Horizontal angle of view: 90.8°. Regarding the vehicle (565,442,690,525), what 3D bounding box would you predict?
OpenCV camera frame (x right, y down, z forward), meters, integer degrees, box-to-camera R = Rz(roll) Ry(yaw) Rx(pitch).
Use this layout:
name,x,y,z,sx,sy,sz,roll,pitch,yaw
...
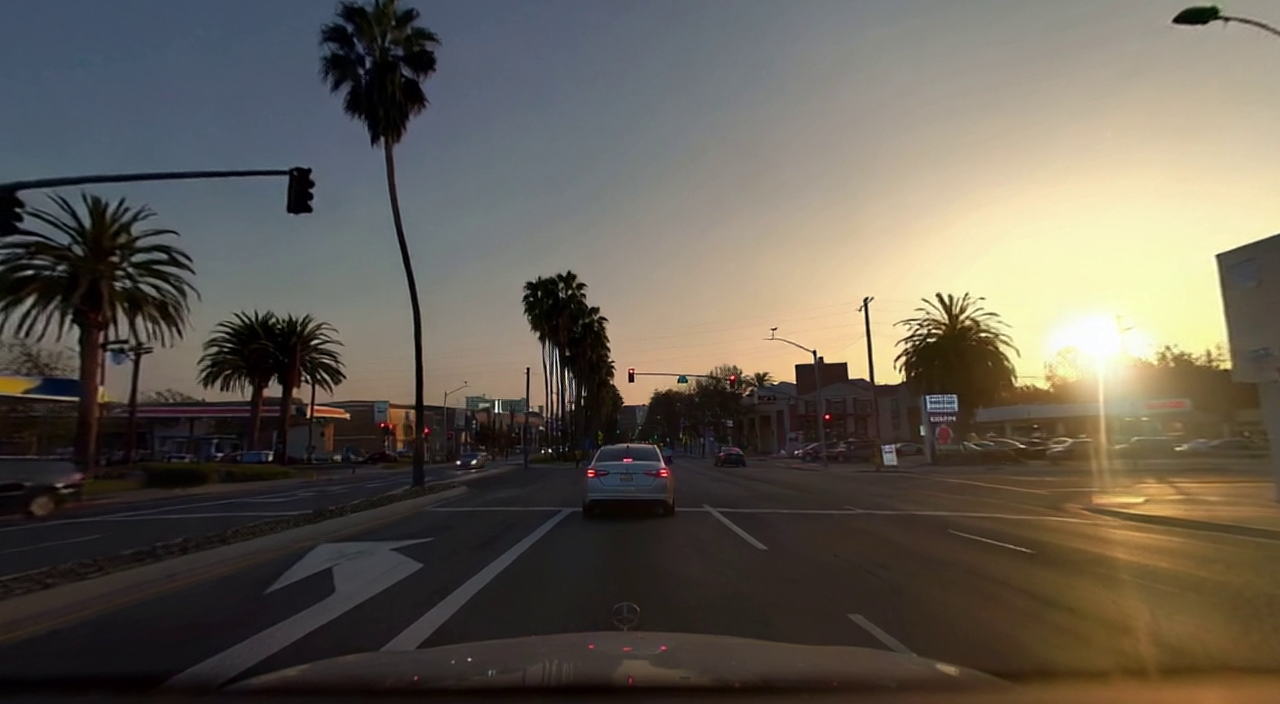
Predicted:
name,x,y,z,sx,sy,sz,roll,pitch,yaw
vehicle,-0.216,2.728,13.807,2.270,1.475,4.571,0,-8,0

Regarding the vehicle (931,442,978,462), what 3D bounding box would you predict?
name,x,y,z,sx,sy,sz,roll,pitch,yaw
vehicle,24.488,7.787,49.285,1.738,1.462,3.609,0,-8,0

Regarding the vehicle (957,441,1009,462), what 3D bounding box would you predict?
name,x,y,z,sx,sy,sz,roll,pitch,yaw
vehicle,26.568,7.722,49.044,1.923,1.501,3.849,-1,-8,2

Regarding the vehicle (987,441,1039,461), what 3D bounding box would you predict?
name,x,y,z,sx,sy,sz,roll,pitch,yaw
vehicle,29.035,7.708,49.269,1.848,1.467,3.941,-1,-8,4

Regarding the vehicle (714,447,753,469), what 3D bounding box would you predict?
name,x,y,z,sx,sy,sz,roll,pitch,yaw
vehicle,6.650,7.612,45.480,2.017,1.491,4.420,0,-8,-2

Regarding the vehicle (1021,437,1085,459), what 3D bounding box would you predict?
name,x,y,z,sx,sy,sz,roll,pitch,yaw
vehicle,32.028,7.433,49.146,1.903,1.630,4.320,0,-8,-1
